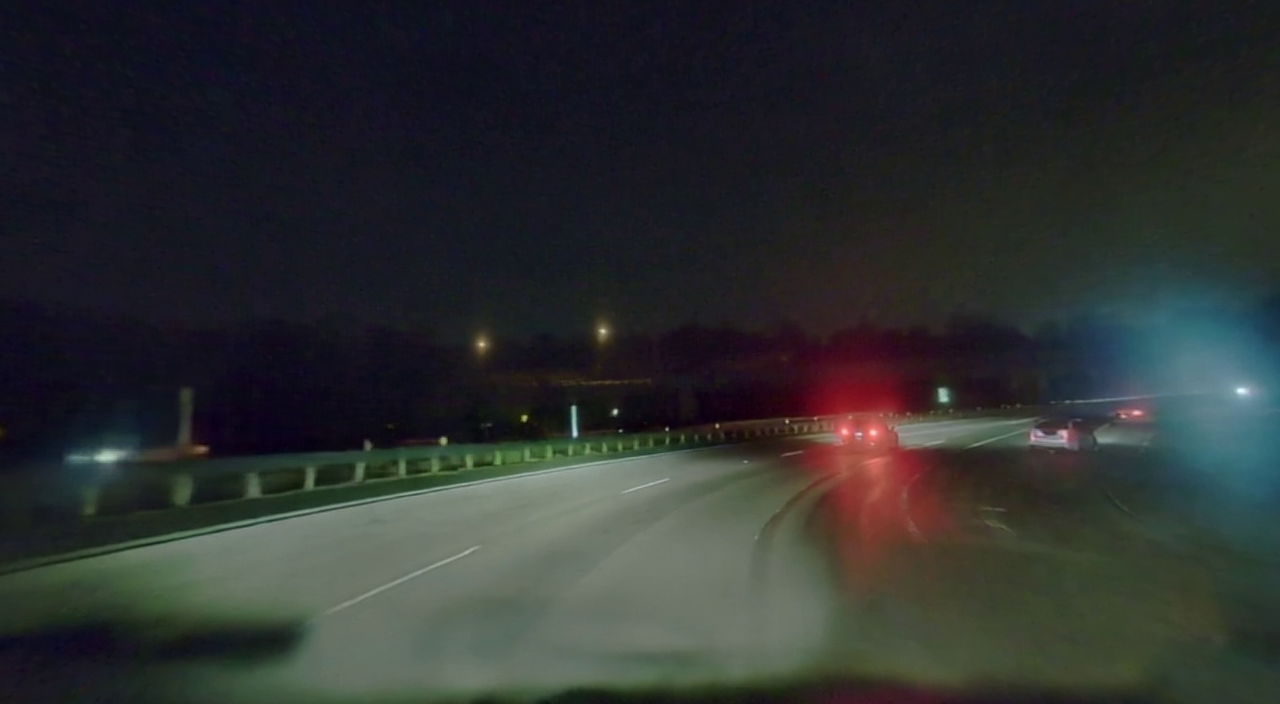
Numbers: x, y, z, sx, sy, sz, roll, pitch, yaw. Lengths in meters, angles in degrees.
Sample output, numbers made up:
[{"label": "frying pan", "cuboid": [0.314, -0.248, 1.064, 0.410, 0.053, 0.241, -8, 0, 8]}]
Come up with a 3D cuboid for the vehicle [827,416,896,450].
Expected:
[{"label": "vehicle", "cuboid": [10.446, 3.774, 29.537, 2.028, 1.440, 3.970, -2, -7, 35]}]

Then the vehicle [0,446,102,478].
[{"label": "vehicle", "cuboid": [-31.374, 5.792, 33.417, 4.119, 1.500, 1.767, 6, -10, -41]}]
